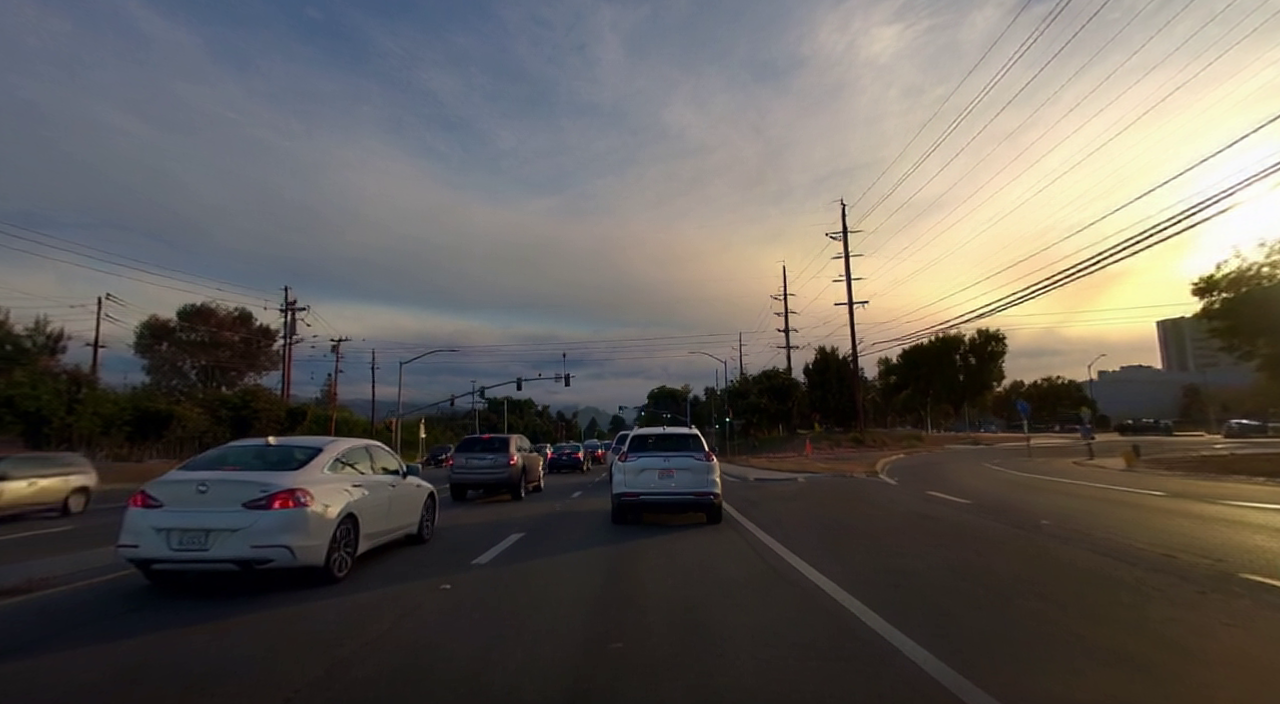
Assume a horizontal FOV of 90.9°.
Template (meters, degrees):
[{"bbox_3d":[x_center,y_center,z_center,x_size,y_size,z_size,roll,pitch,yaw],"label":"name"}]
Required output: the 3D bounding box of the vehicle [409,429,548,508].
[{"bbox_3d":[-3.665,2.743,15.271,2.018,1.621,4.441,-1,-9,2],"label":"vehicle"}]

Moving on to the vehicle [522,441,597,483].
[{"bbox_3d":[-2.927,4.112,23.852,2.105,1.436,4.311,-1,-9,2],"label":"vehicle"}]

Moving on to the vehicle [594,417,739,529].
[{"bbox_3d":[0.478,2.151,11.677,2.205,1.691,3.937,0,-9,2],"label":"vehicle"}]

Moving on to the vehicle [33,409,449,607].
[{"bbox_3d":[-3.822,1.552,7.115,1.999,1.563,4.007,0,-9,1],"label":"vehicle"}]
